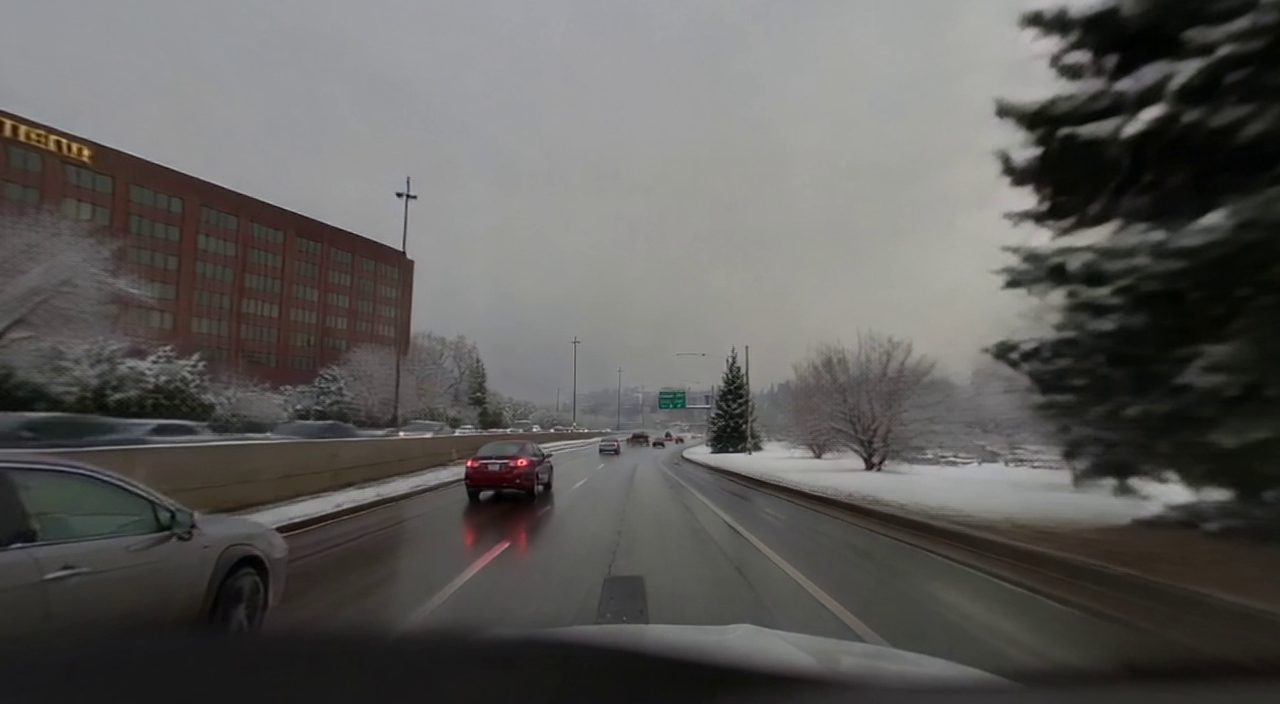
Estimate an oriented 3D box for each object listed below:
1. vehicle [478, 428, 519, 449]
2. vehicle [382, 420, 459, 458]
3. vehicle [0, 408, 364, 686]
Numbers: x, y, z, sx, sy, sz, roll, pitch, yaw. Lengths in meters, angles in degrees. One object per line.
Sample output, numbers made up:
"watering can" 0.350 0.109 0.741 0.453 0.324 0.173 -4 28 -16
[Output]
"vehicle" -10.352 6.402 46.435 1.893 1.443 4.334 -1 -8 2
"vehicle" -10.357 4.154 30.117 1.926 1.650 4.593 -1 -8 2
"vehicle" -4.380 1.320 5.284 2.035 1.460 4.497 -1 -8 1
